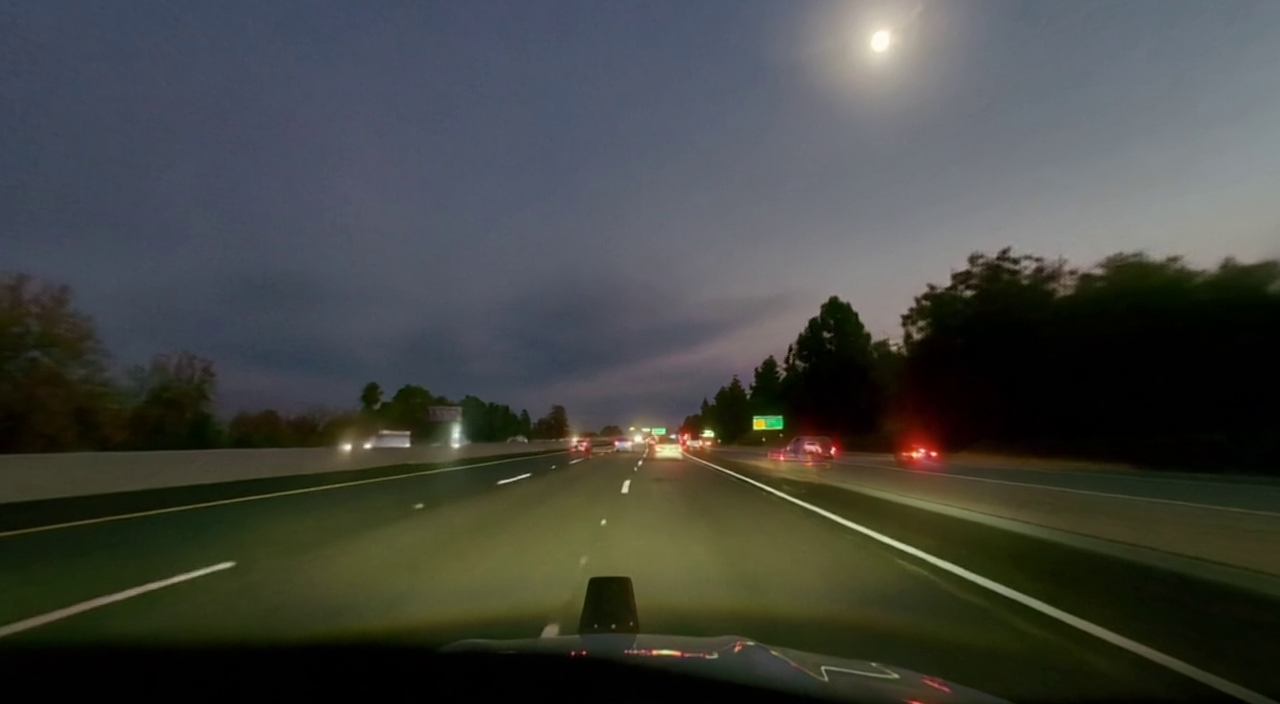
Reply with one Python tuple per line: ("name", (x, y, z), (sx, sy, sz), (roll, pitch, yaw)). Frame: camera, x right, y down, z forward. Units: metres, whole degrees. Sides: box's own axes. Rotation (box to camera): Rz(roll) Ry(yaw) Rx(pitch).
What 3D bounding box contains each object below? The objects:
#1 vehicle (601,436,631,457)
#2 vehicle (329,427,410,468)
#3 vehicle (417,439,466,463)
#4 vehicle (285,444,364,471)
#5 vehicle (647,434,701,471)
("vehicle", (-1.815, 7.248, 48.593), (2.103, 1.512, 4.155), (0, -7, 1))
("vehicle", (-20.625, 7.289, 48.578), (2.734, 2.836, 7.380), (0, -7, 2))
("vehicle", (-13.626, 6.779, 43.472), (1.858, 1.511, 4.027), (0, -7, 2))
("vehicle", (-20.549, 6.844, 41.333), (2.493, 1.560, 4.946), (0, -7, 1))
("vehicle", (1.530, 4.742, 30.184), (2.240, 1.646, 4.949), (0, -7, -1))
